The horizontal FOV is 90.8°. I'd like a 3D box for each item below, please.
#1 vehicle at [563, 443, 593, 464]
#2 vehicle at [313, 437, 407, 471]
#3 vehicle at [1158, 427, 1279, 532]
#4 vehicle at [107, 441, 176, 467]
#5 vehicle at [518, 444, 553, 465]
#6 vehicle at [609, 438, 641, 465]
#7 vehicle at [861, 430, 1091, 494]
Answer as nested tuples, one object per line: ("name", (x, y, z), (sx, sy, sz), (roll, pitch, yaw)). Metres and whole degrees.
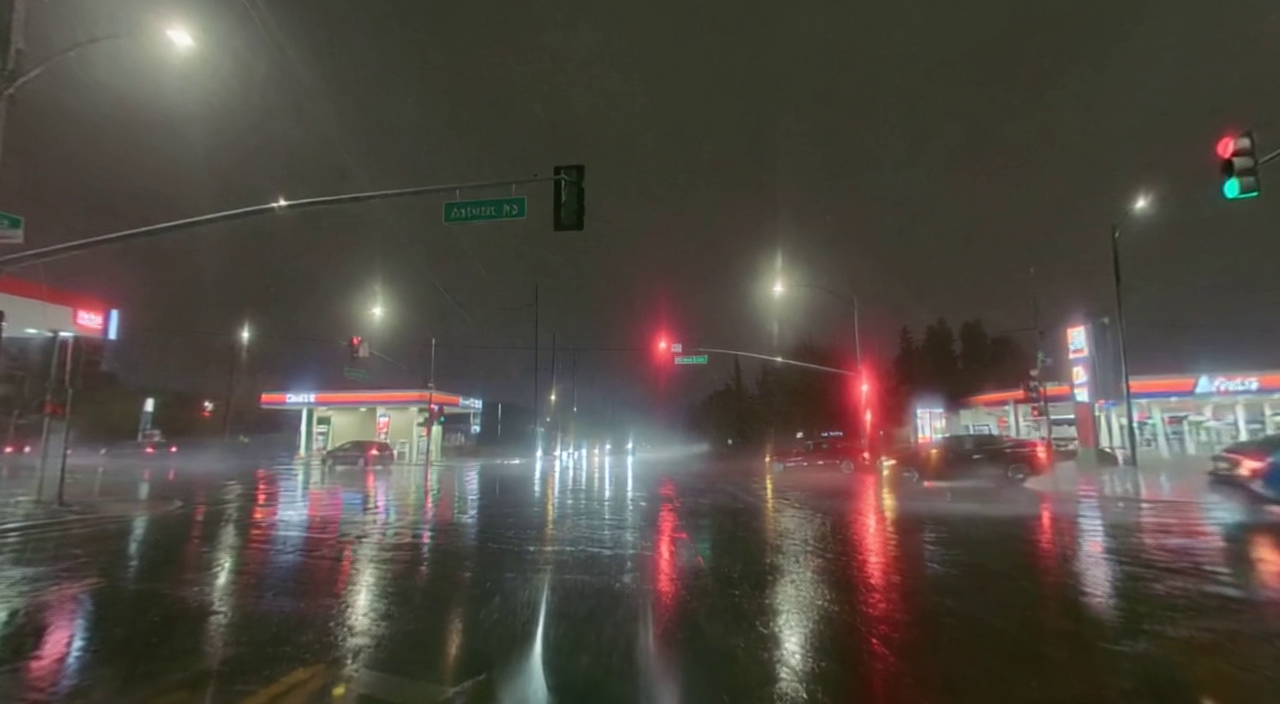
("vehicle", (-4.596, 7.586, 47.334), (2.003, 1.481, 4.091), (0, -8, -3))
("vehicle", (-14.587, 5.306, 32.884), (4.568, 1.643, 1.911), (-5, -9, 27))
("vehicle", (10.775, 1.814, 9.116), (4.670, 1.458, 1.959), (-5, -9, 27))
("vehicle", (-34.203, 6.986, 43.346), (4.562, 1.676, 1.819), (-5, -9, 27))
("vehicle", (-7.923, 7.805, 48.112), (2.079, 1.491, 4.045), (0, -8, -1))
("vehicle", (-1.127, 7.076, 45.143), (2.083, 1.764, 5.011), (0, -8, -3))
("vehicle", (8.391, 2.792, 16.165), (4.681, 1.495, 2.096), (0, -8, 0))
